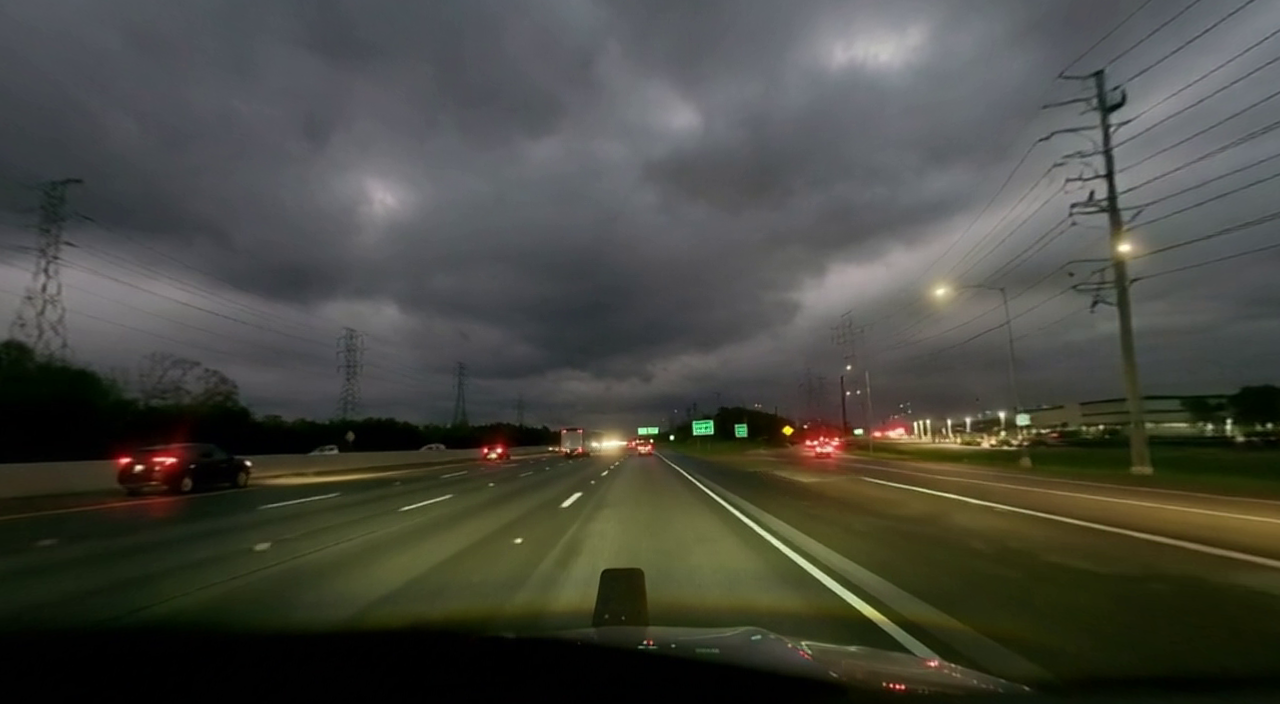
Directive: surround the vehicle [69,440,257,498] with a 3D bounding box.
[{"bbox_3d":[-13.670,3.344,18.509,1.988,1.477,4.442,0,-8,1],"label":"vehicle"}]
